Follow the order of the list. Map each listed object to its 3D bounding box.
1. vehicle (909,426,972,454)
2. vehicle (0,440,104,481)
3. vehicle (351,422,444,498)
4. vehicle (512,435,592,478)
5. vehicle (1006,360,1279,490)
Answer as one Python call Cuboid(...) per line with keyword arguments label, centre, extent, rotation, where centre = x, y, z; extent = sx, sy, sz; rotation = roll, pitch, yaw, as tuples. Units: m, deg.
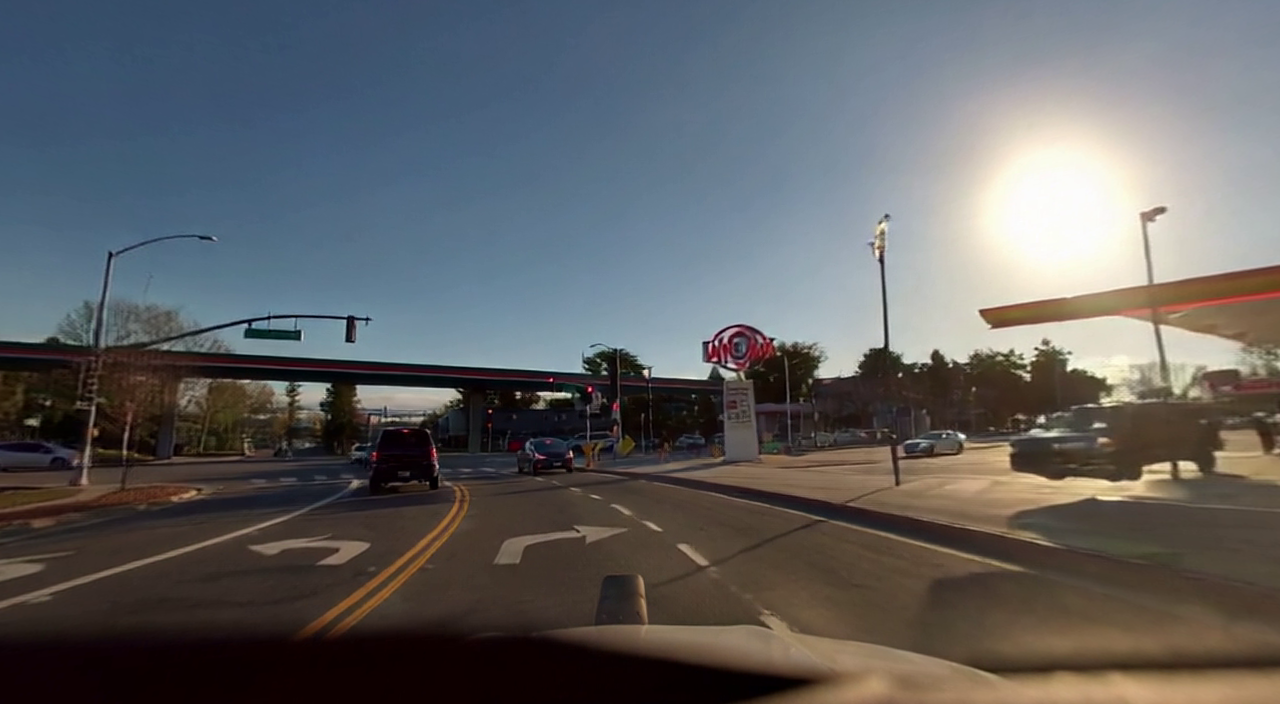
Cuboid(label="vehicle", centre=(20.328, 5.998, 42.556), extent=(4.595, 1.764, 2.160), rotation=(8, -12, -42))
Cuboid(label="vehicle", centre=(-27.508, 4.868, 28.370), extent=(4.632, 1.757, 2.073), rotation=(5, -10, -28))
Cuboid(label="vehicle", centre=(-7.348, 3.276, 19.411), extent=(2.254, 2.006, 4.766), rotation=(3, -9, -19))
Cuboid(label="vehicle", centre=(-4.241, 4.874, 29.634), extent=(2.202, 1.822, 4.826), rotation=(5, -10, -27))
Cuboid(label="vehicle", centre=(15.124, 2.119, 17.610), extent=(2.906, 3.106, 7.741), rotation=(8, -11, -40))
